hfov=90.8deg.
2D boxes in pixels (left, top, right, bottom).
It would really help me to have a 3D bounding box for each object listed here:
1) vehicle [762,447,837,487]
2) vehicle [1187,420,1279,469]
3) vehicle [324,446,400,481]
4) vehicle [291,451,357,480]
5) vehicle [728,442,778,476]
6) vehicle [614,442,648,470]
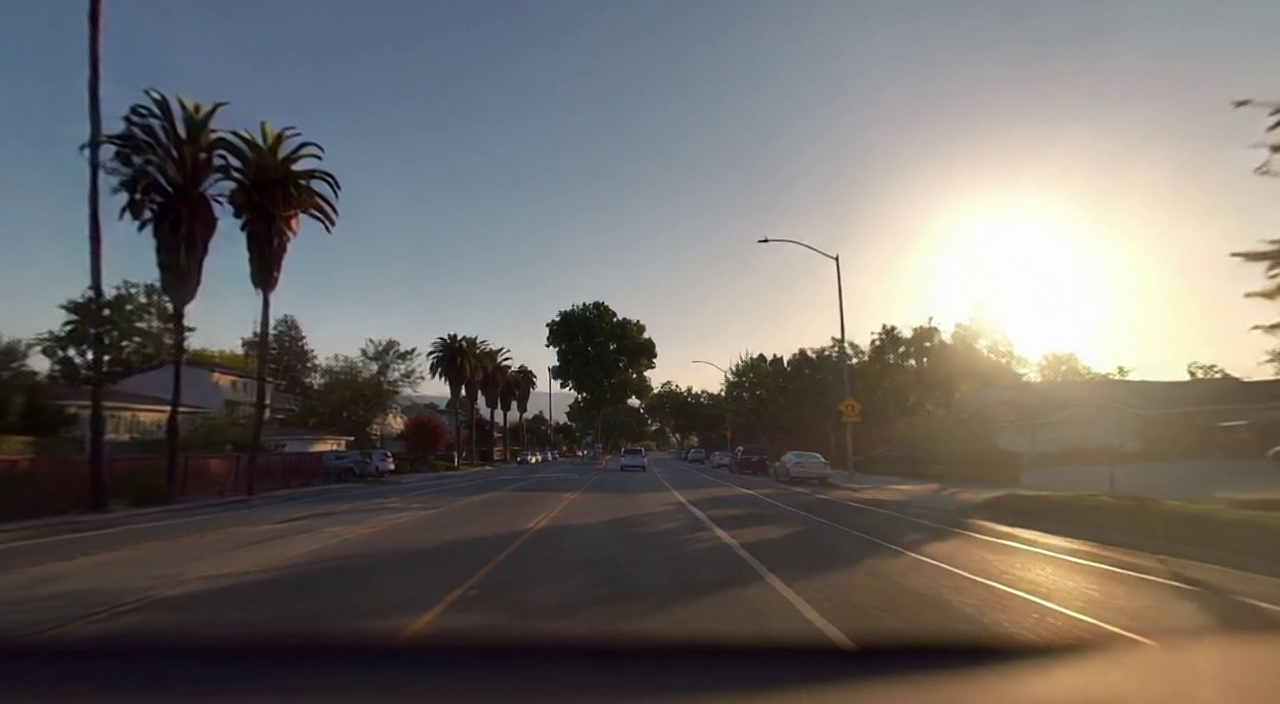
[{"bbox_3d":[6.569,4.760,26.620,1.947,1.505,4.759,-1,-9,1],"label":"vehicle"},{"bbox_3d":[24.540,3.600,24.493,2.135,1.787,4.888,0,-9,-2],"label":"vehicle"},{"bbox_3d":[-17.224,6.898,39.469,2.185,1.993,5.054,-1,-9,3],"label":"vehicle"},{"bbox_3d":[-19.884,7.131,39.950,1.931,1.641,4.146,-1,-9,1],"label":"vehicle"},{"bbox_3d":[6.590,6.307,37.470,2.035,1.822,5.449,-1,-9,1],"label":"vehicle"},{"bbox_3d":[-0.632,7.259,44.175,2.248,1.833,4.798,0,-9,-1],"label":"vehicle"}]
